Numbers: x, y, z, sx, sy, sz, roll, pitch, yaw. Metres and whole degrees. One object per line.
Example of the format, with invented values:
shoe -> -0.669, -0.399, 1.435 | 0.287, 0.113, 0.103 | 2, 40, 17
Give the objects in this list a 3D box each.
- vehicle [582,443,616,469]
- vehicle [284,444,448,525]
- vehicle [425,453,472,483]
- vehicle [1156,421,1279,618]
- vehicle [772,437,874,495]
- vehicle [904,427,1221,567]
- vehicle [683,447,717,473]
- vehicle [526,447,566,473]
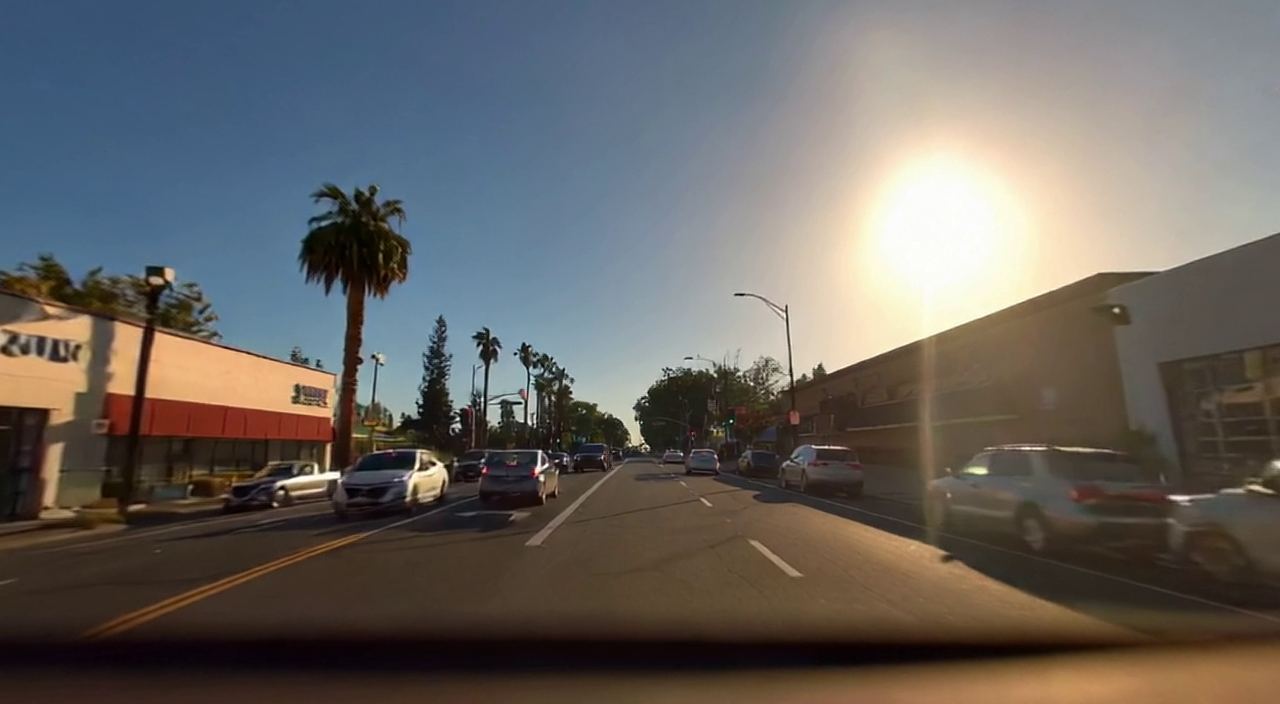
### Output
vehicle -> -3.107, 7.977, 48.716 | 2.252, 1.832, 4.843 | 0, -8, 0
vehicle -> -5.890, 2.844, 14.188 | 2.010, 1.538, 3.871 | 0, -8, -2
vehicle -> -12.612, 7.728, 41.818 | 1.813, 1.544, 4.070 | -1, -15, 0
vehicle -> 6.637, 1.348, 4.624 | 1.846, 1.739, 4.525 | 0, -8, 0
vehicle -> 6.613, 4.170, 23.595 | 2.128, 1.887, 5.602 | 0, -8, 0
vehicle -> 6.508, 2.237, 10.622 | 1.966, 1.790, 4.646 | 0, -8, -2
vehicle -> 3.683, 6.711, 39.487 | 1.896, 1.501, 3.625 | 0, -8, 2
vehicle -> -6.225, 7.184, 42.312 | 2.008, 1.661, 4.269 | 0, -8, 1
